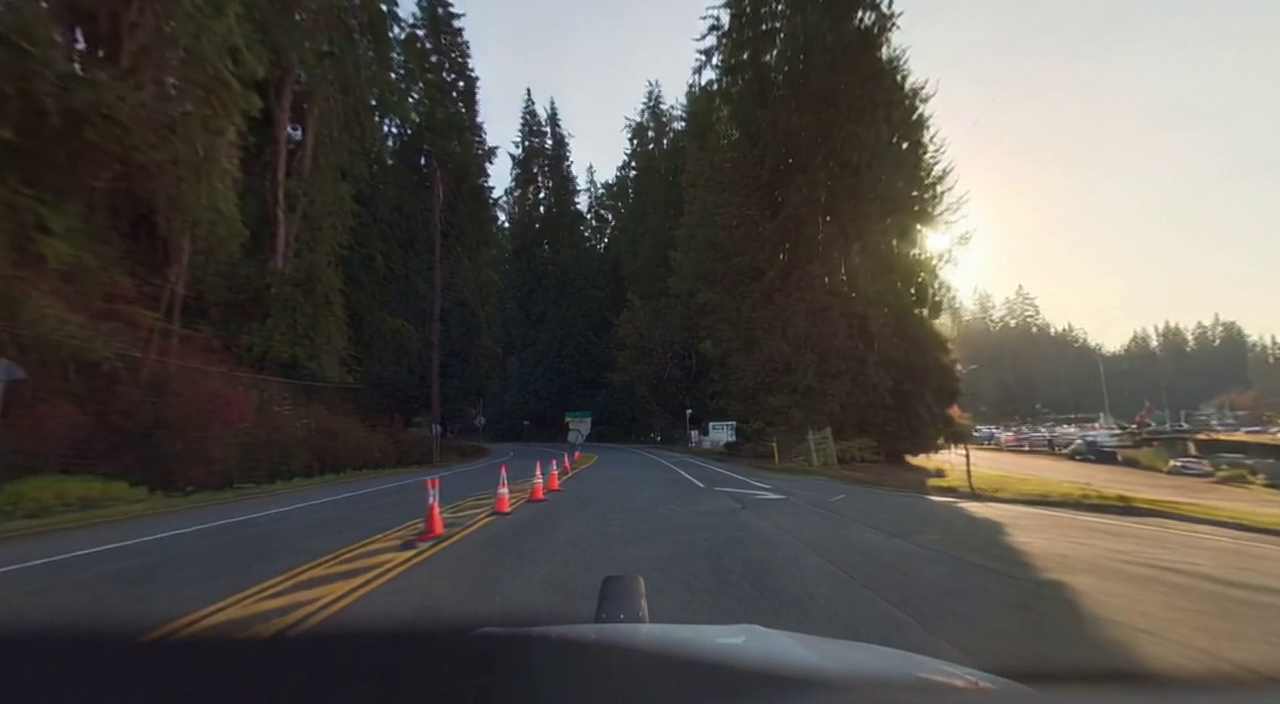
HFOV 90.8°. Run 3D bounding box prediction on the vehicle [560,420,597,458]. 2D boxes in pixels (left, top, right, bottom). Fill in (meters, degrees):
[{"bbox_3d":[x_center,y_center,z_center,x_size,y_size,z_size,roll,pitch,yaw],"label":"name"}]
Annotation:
[{"bbox_3d":[-4.160,5.933,42.968,2.436,2.512,2.316,0,-9,-4],"label":"vehicle"}]
